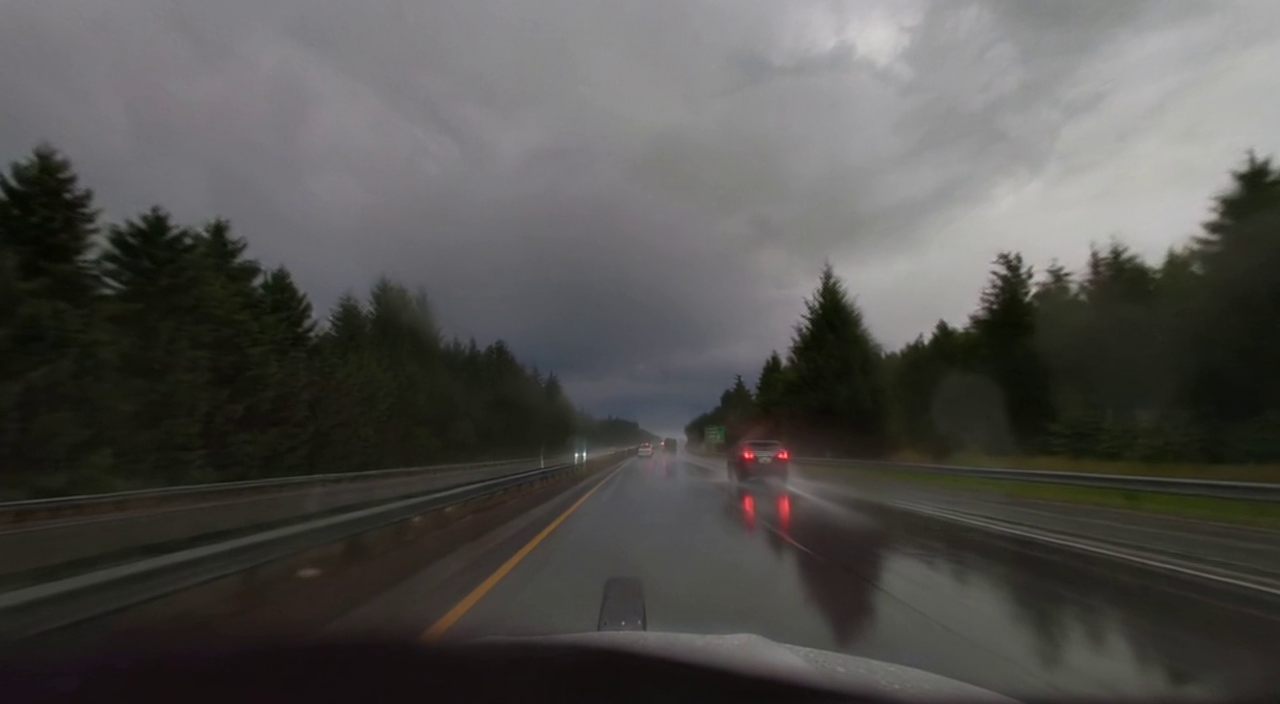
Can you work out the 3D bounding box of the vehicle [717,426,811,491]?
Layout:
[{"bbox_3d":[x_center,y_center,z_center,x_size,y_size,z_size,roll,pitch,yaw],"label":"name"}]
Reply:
[{"bbox_3d":[4.206,3.734,22.293,2.189,2.007,4.872,0,-9,-2],"label":"vehicle"}]
